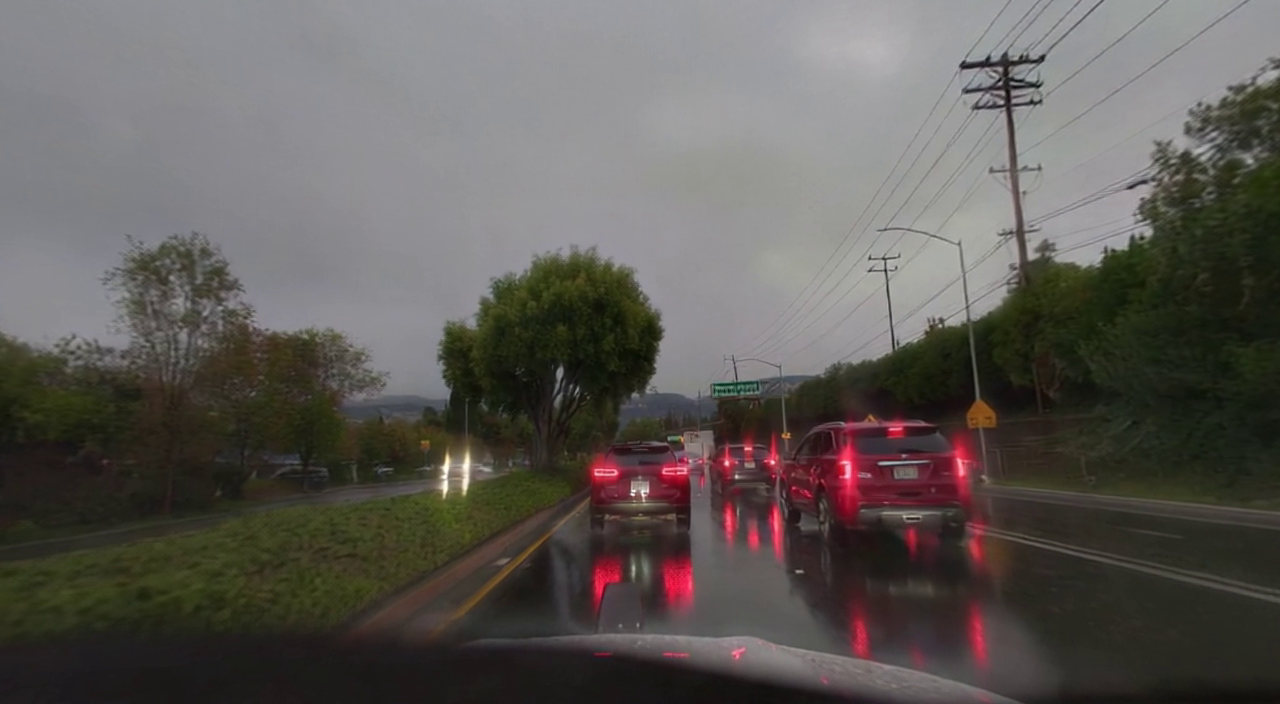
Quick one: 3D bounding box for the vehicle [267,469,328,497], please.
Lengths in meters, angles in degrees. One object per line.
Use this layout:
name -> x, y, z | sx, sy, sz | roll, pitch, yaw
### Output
vehicle -> -22.585, 8.630, 41.808 | 1.847, 1.554, 3.926 | 0, -9, 0

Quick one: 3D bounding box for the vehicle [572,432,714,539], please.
vehicle -> 0.026, 2.402, 12.006 | 2.199, 1.641, 4.232 | 0, -9, -1

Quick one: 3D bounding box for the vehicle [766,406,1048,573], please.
vehicle -> 3.401, 1.860, 9.326 | 2.097, 1.818, 4.625 | 0, -9, 0

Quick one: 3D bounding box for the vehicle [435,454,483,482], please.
vehicle -> -13.273, 8.516, 46.669 | 2.107, 1.931, 5.015 | 0, -9, -1
